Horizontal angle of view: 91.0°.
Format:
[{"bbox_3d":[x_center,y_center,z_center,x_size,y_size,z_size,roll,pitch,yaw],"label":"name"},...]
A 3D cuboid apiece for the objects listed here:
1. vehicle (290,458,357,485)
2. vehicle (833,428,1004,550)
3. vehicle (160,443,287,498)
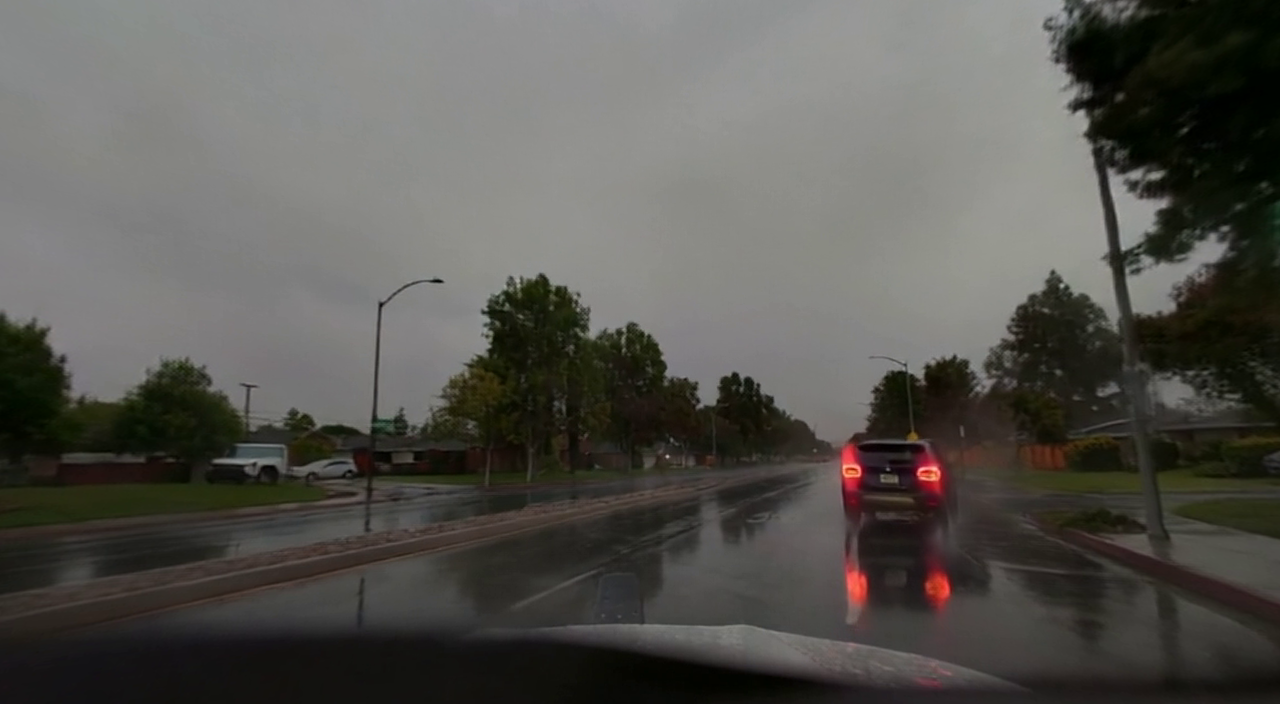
[{"bbox_3d":[-23.806,8.980,47.533,1.918,1.796,4.703,-2,-9,12],"label":"vehicle"},{"bbox_3d":[5.289,2.359,11.589,2.018,1.733,4.546,-6,-10,33],"label":"vehicle"},{"bbox_3d":[-22.049,6.276,33.720,2.329,2.631,5.560,-3,-9,10],"label":"vehicle"}]
